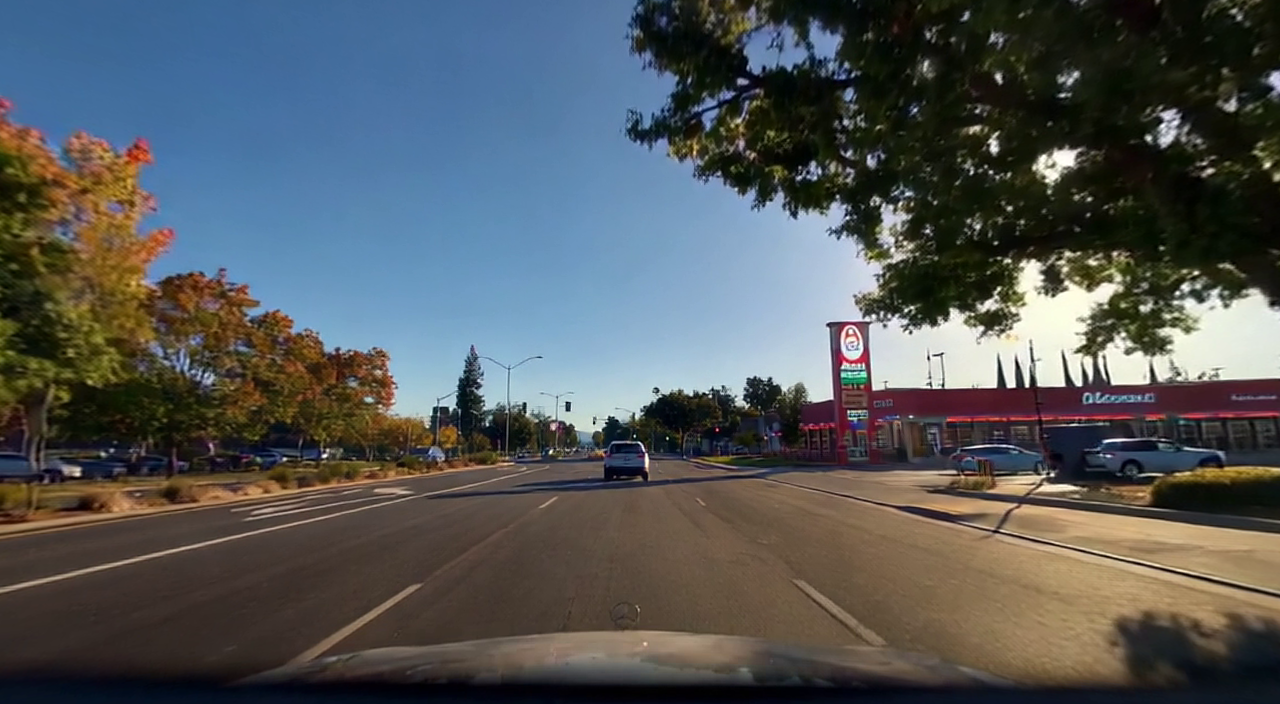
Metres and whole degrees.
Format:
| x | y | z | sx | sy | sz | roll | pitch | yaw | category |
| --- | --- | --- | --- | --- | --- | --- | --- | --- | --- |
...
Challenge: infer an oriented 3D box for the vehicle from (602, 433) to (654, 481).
| x | y | z | sx | sy | sz | roll | pitch | yaw | category |
| --- | --- | --- | --- | --- | --- | --- | --- | --- | --- |
| -0.519 | 4.623 | 28.023 | 2.096 | 1.961 | 4.259 | 0 | -8 | -1 | vehicle |

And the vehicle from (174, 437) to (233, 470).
| x | y | z | sx | sy | sz | roll | pitch | yaw | category |
| --- | --- | --- | --- | --- | --- | --- | --- | --- | --- |
| -32.826 | 7.625 | 47.732 | 2.818 | 2.313 | 5.508 | 5 | -10 | -27 | vehicle |

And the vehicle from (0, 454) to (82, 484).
| x | y | z | sx | sy | sz | roll | pitch | yaw | category |
| --- | --- | --- | --- | --- | --- | --- | --- | --- | --- |
| -33.732 | 6.426 | 34.871 | 4.154 | 1.578 | 1.771 | 0 | -8 | 1 | vehicle |

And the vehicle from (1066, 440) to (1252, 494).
| x | y | z | sx | sy | sz | roll | pitch | yaw | category |
| --- | --- | --- | --- | --- | --- | --- | --- | --- | --- |
| 16.462 | 3.645 | 20.227 | 4.290 | 1.617 | 1.751 | 0 | -8 | 2 | vehicle |
